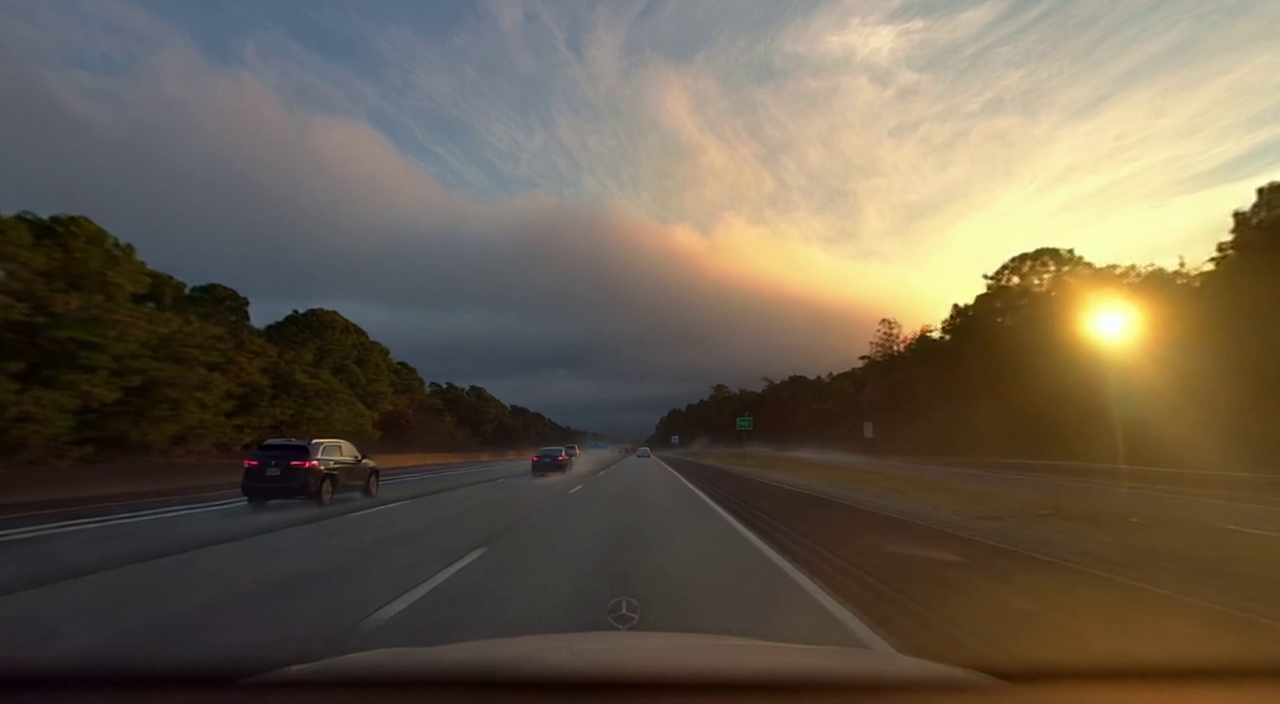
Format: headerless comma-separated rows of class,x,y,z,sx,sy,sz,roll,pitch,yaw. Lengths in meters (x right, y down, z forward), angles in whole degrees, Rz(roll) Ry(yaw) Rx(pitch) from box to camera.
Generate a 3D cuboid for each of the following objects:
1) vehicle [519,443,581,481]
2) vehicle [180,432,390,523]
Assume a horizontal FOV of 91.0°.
vehicle,-4.045,5.026,29.050,2.104,1.558,4.639,0,-9,1
vehicle,-7.232,2.581,13.461,2.007,1.616,4.141,0,-9,1
